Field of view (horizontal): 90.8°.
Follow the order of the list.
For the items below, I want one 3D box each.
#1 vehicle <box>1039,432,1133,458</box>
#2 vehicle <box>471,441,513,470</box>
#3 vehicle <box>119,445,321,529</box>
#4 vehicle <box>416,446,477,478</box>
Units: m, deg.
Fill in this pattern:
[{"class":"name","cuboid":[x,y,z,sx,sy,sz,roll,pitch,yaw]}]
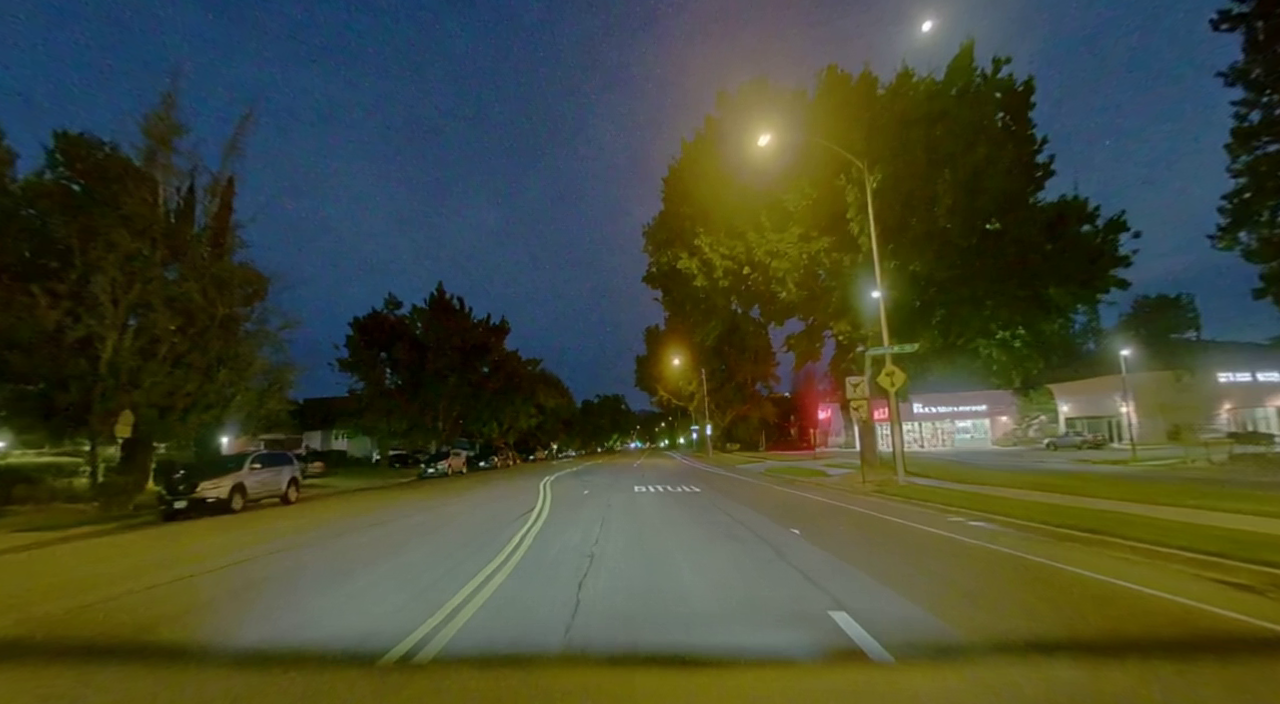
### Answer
[{"class":"vehicle","cuboid":[30.850,6.454,43.883,1.960,1.670,4.863,4,-9,-25]},{"class":"vehicle","cuboid":[-10.993,7.702,47.238,2.015,1.884,4.488,-6,-8,-2]},{"class":"vehicle","cuboid":[-11.098,3.530,17.308,2.135,1.802,4.910,-2,-7,1]},{"class":"vehicle","cuboid":[-11.123,6.323,36.729,1.950,1.720,4.868,0,-8,1]}]
